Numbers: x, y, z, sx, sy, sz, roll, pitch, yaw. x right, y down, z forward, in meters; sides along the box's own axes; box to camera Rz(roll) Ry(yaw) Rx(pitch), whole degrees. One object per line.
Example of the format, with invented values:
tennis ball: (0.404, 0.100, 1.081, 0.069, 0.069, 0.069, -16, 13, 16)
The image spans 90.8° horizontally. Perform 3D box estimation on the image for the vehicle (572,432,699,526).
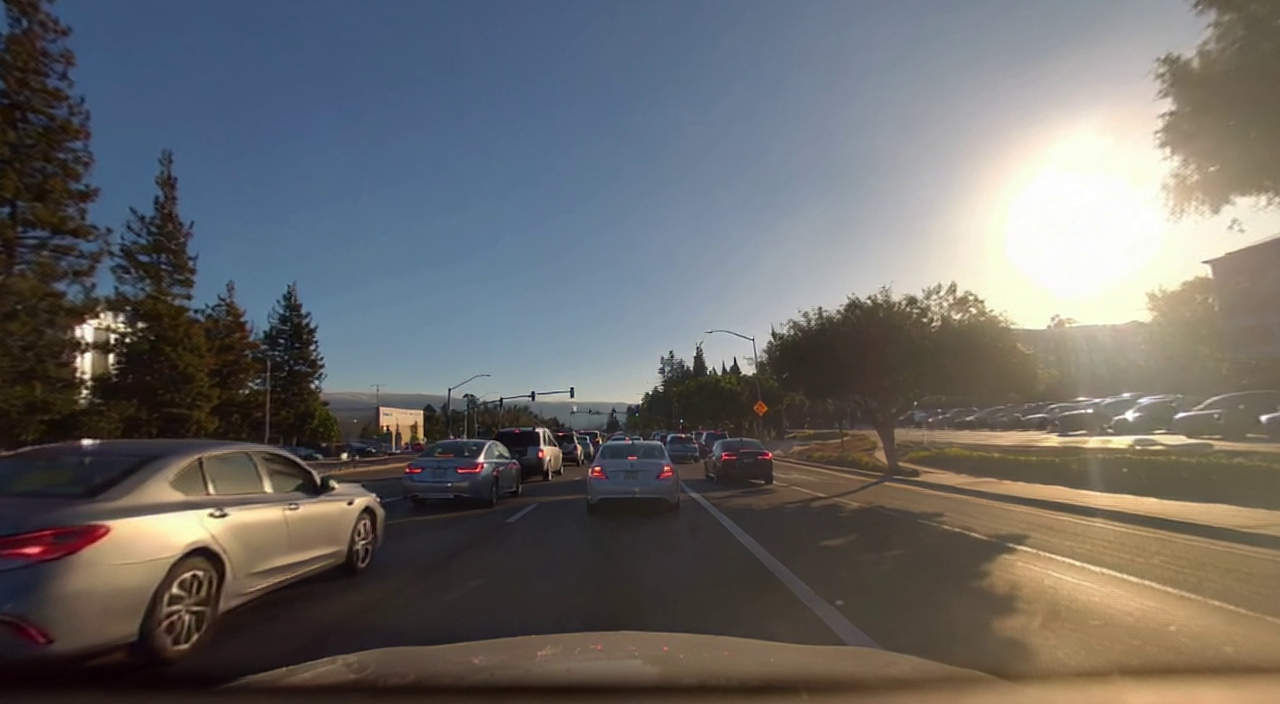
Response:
vehicle: (-0.122, 2.307, 12.073, 2.007, 1.467, 4.059, 0, -8, -2)

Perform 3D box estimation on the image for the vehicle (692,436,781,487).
vehicle: (2.959, 3.483, 20.398, 1.978, 1.452, 4.381, 0, -8, -3)

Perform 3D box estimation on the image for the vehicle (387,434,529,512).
vehicle: (-3.862, 2.639, 14.264, 1.985, 1.467, 4.224, 0, -8, 0)

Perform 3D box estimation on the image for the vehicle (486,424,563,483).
vehicle: (-3.985, 3.605, 22.660, 2.054, 1.881, 4.469, 0, -8, -2)

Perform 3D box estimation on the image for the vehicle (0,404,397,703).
vehicle: (-3.719, 1.273, 4.749, 2.052, 1.475, 4.341, 0, -8, 0)
